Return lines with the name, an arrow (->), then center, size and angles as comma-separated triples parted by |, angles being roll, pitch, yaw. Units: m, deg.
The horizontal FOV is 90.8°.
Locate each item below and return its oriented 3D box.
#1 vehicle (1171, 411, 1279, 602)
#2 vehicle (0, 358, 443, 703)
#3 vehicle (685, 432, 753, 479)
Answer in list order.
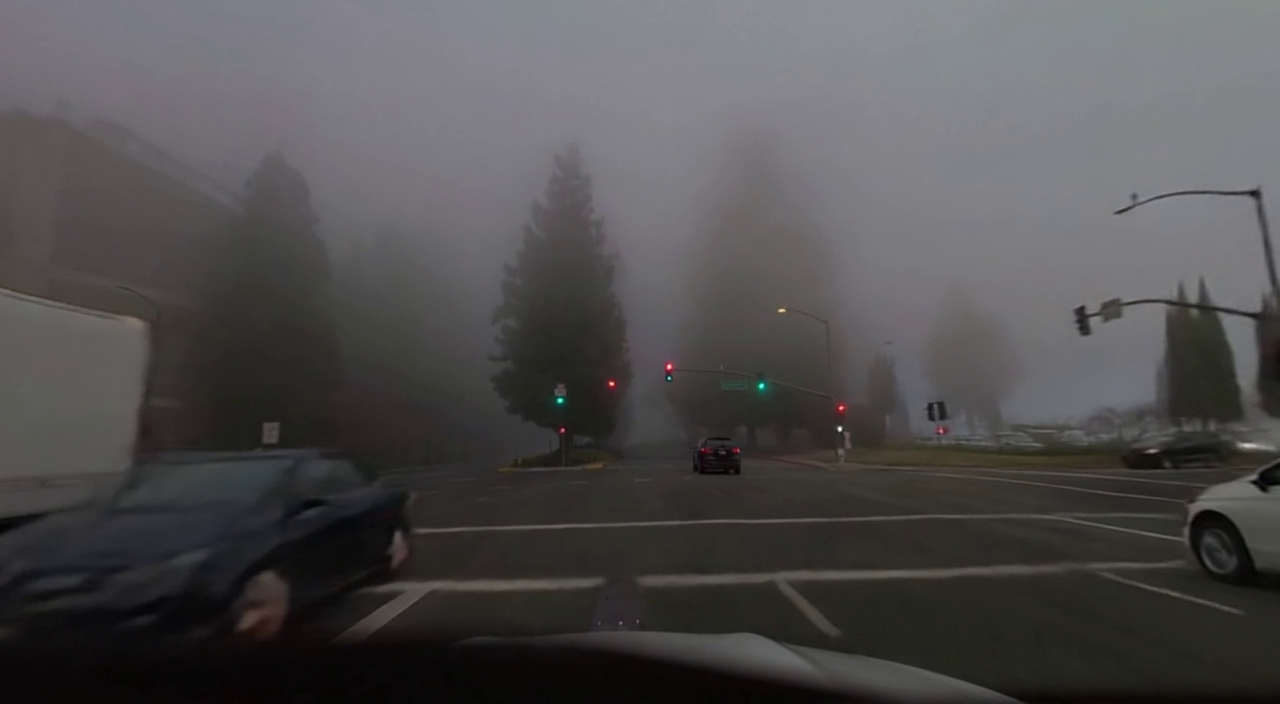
vehicle -> 6.472, 1.146, 4.275 | 2.000, 1.618, 4.238 | 0, -9, -1
vehicle -> -3.511, 1.192, 4.675 | 2.012, 1.653, 6.295 | 0, -9, 1
vehicle -> 3.217, 4.334, 26.718 | 2.095, 1.759, 4.862 | 0, -9, -2
